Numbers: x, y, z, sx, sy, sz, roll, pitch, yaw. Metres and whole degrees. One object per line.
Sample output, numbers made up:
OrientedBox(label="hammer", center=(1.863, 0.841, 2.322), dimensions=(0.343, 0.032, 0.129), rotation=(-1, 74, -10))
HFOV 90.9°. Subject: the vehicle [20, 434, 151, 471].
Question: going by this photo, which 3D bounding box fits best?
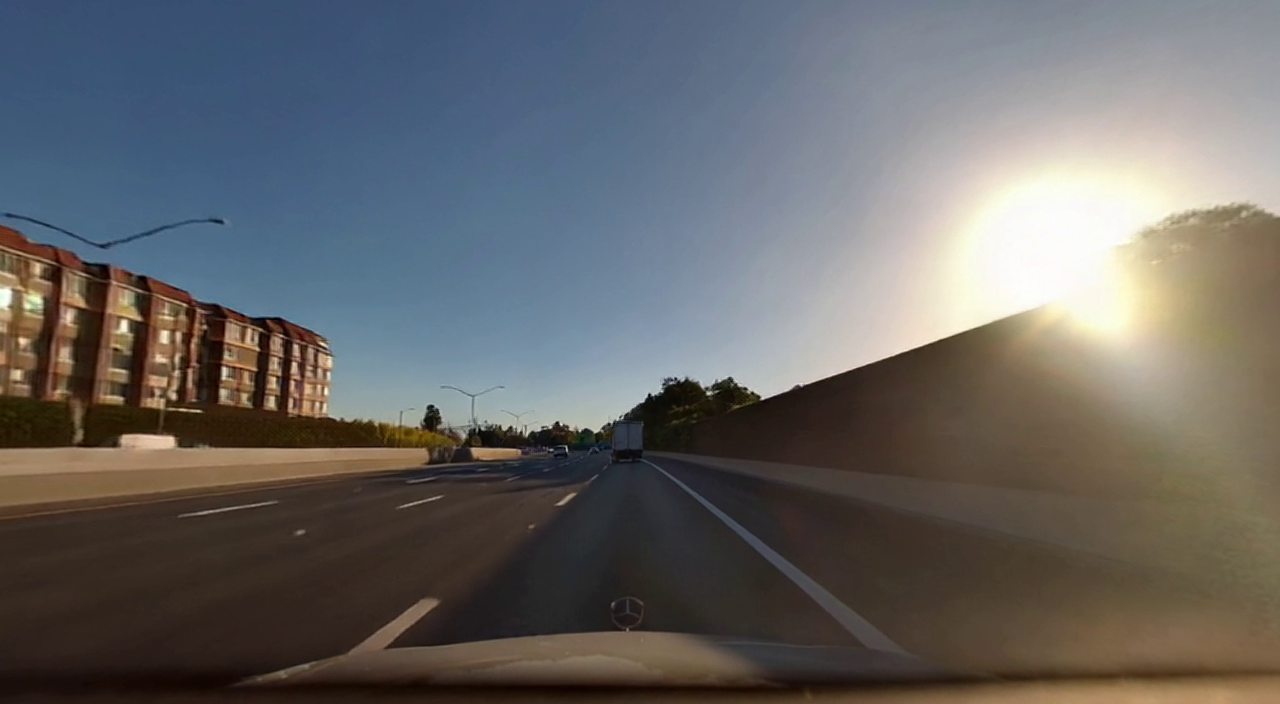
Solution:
OrientedBox(label="vehicle", center=(-32.570, 5.938, 37.408), dimensions=(2.559, 1.947, 5.829), rotation=(0, -9, -1))
